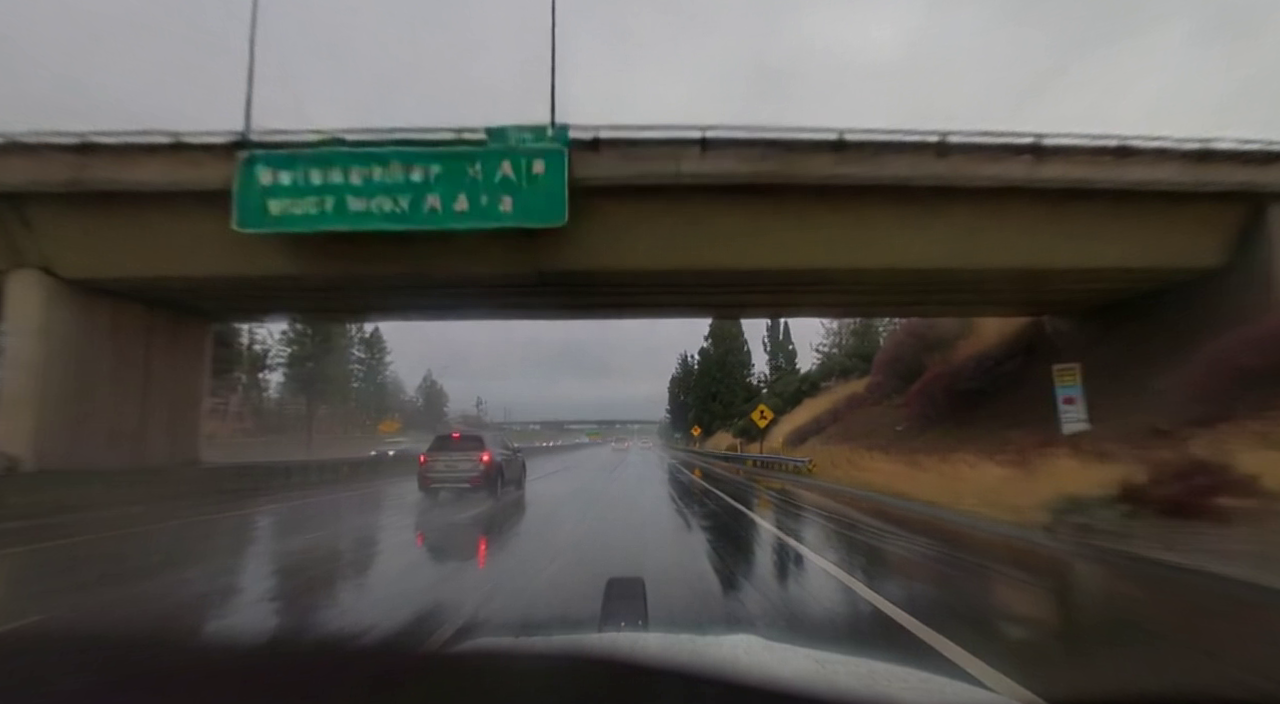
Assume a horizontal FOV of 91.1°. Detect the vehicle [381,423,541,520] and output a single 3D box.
[{"bbox_3d":[-3.513,2.440,13.367,2.048,1.705,4.384,0,-8,1],"label":"vehicle"}]
